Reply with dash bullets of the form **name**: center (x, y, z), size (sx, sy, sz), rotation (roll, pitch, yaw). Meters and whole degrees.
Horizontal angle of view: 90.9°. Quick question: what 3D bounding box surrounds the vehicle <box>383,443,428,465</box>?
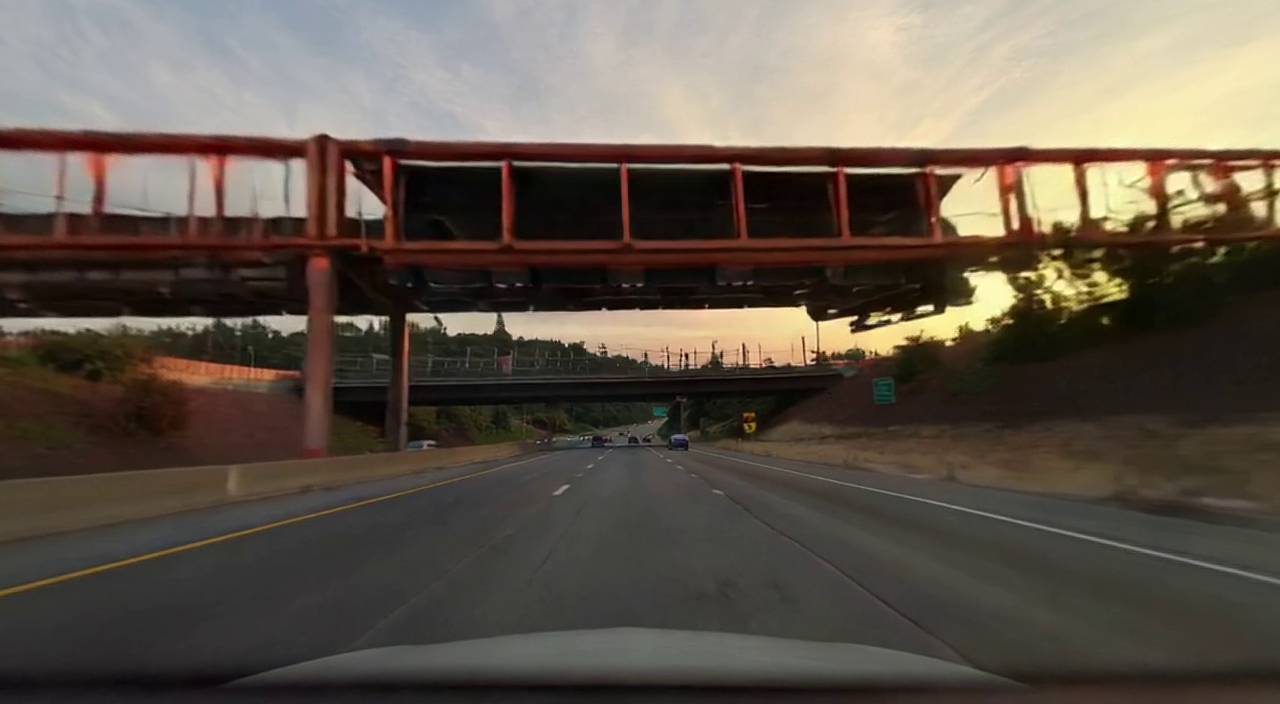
- **vehicle**: center (-17.188, 7.460, 46.378), size (1.796, 1.521, 4.008), rotation (0, -8, -1)
